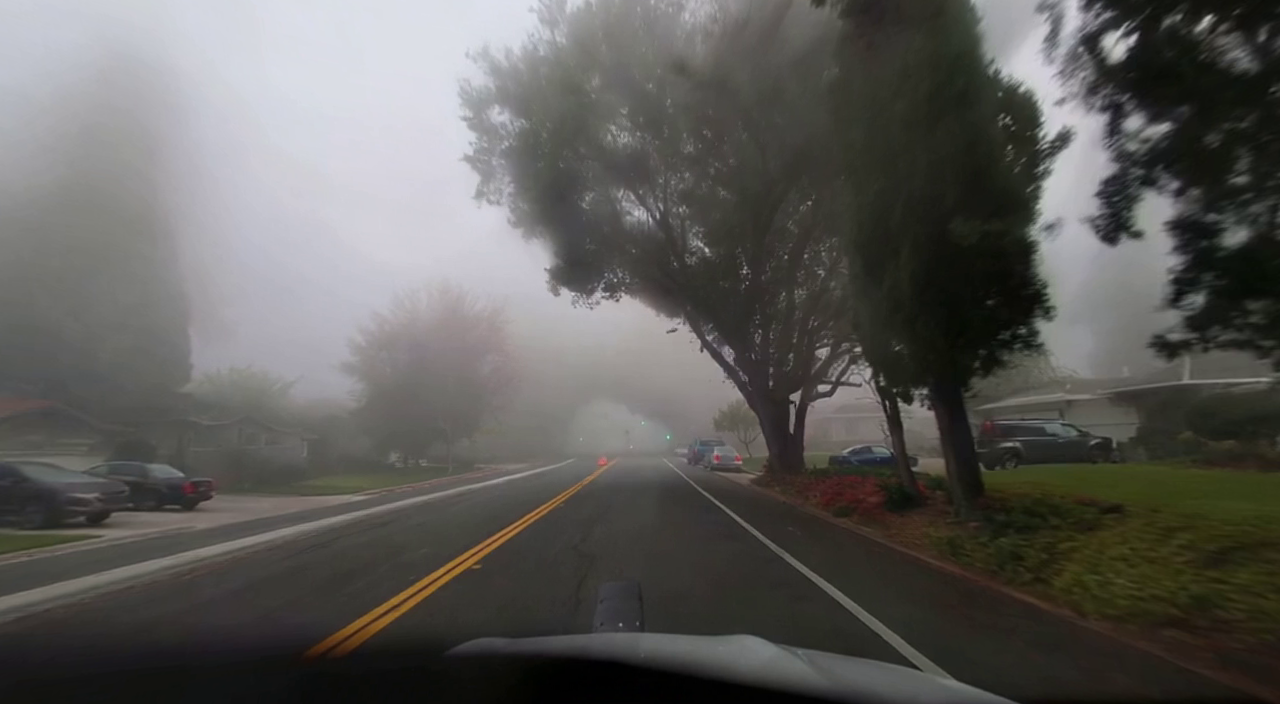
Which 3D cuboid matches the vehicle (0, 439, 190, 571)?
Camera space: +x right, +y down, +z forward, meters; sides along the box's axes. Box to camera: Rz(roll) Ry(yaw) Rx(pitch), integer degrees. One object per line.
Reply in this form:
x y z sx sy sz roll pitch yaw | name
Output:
-10.686 2.609 10.895 2.663 1.926 4.303 -6 -9 2 | vehicle

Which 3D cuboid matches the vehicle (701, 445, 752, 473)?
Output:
4.306 5.404 32.194 1.928 1.333 4.586 0 -9 0 | vehicle

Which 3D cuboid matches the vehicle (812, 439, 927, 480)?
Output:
8.472 3.977 23.551 3.561 1.465 1.870 0 -8 -2 | vehicle

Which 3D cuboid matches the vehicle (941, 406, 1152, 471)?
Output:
14.962 3.228 23.599 6.037 2.247 2.657 0 -9 -2 | vehicle
